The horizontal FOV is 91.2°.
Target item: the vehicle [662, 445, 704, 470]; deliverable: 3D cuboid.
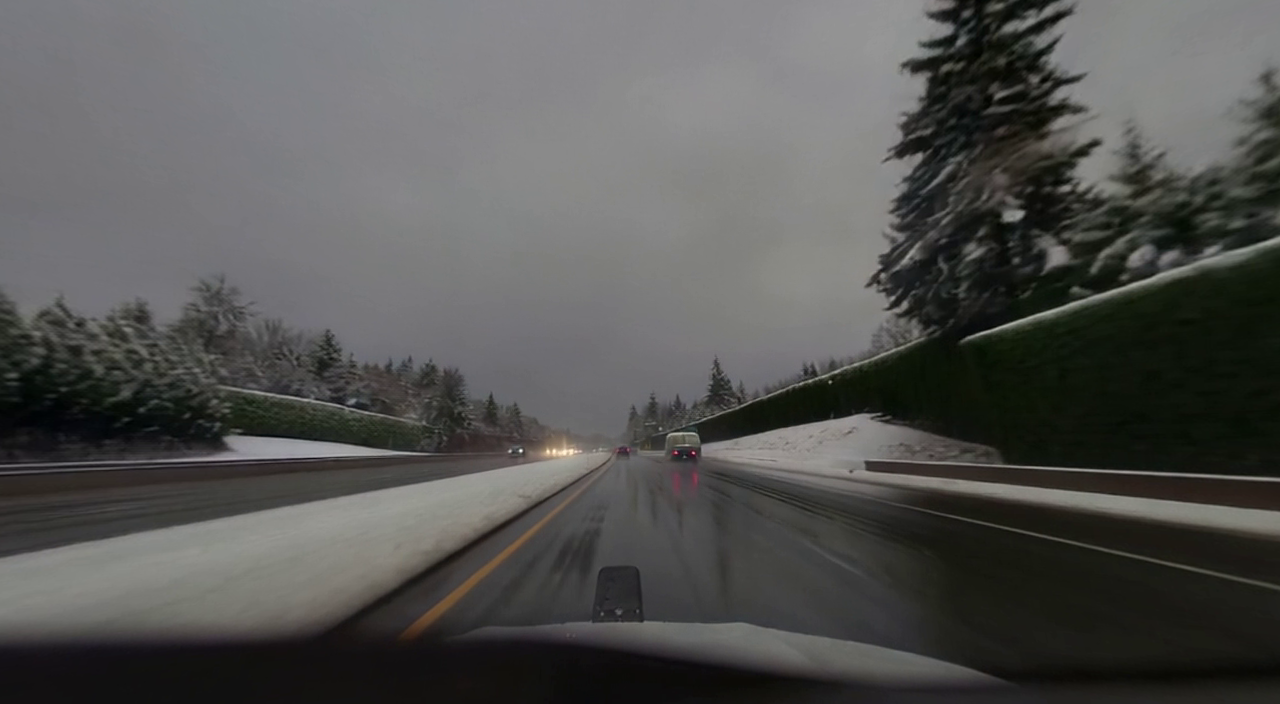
[{"bbox_3d":[2.732,6.807,40.734,2.244,1.498,4.338,0,-9,-2],"label":"vehicle"}]
